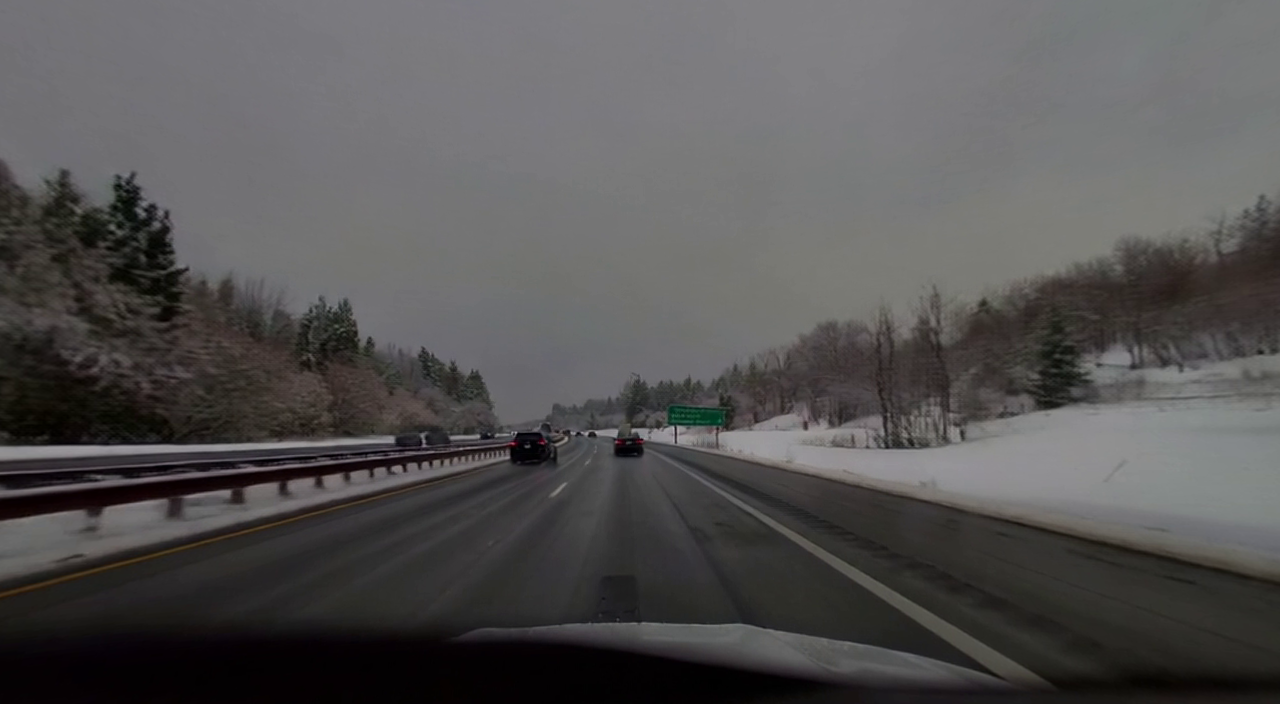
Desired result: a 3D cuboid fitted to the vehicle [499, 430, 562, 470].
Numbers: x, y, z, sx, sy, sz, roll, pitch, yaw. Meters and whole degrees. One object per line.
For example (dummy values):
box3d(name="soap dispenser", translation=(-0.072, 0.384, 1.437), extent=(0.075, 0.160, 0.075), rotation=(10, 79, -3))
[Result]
box3d(name="vehicle", translation=(-4.564, 4.129, 26.837), extent=(1.975, 1.518, 4.242), rotation=(0, -8, -1))

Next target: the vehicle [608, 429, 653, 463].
box3d(name="vehicle", translation=(-0.508, 4.806, 32.398), extent=(2.162, 1.616, 4.242), rotation=(0, -8, -2))
